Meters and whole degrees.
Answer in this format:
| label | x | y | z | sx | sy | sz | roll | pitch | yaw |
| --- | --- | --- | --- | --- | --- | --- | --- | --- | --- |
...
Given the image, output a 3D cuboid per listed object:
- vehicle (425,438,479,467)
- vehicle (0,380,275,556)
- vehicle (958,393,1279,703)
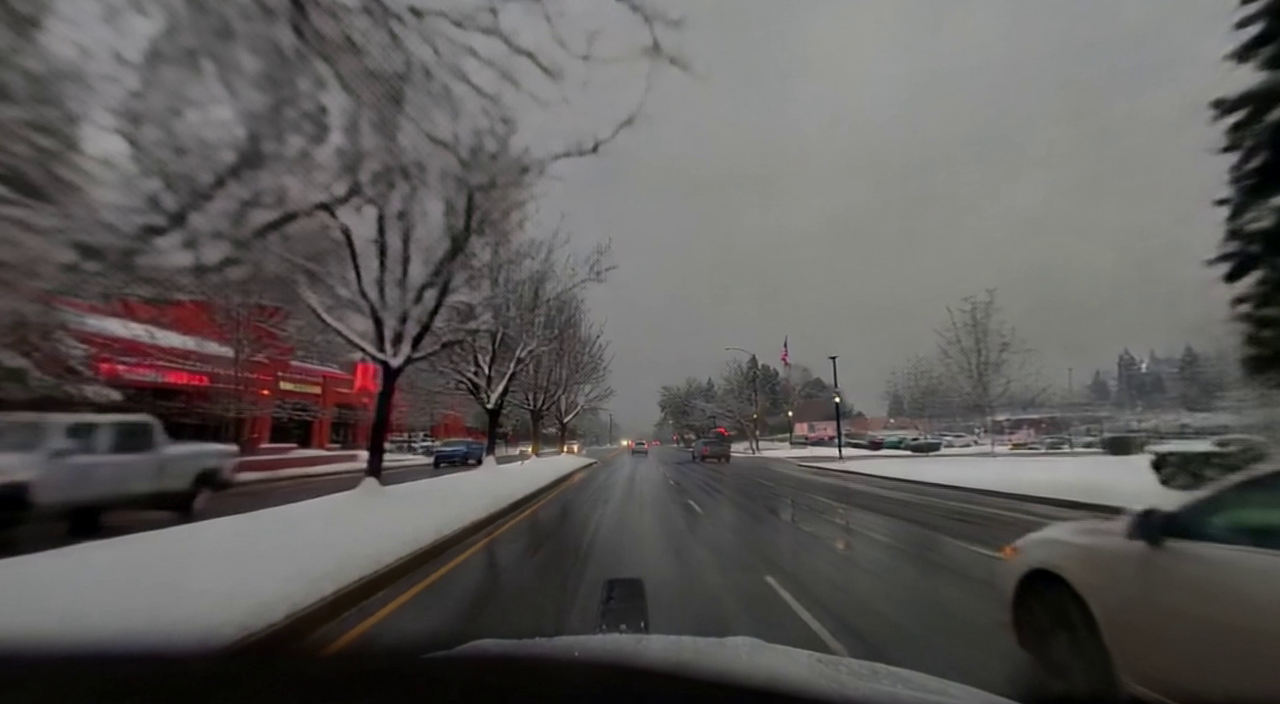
| label | x | y | z | sx | sy | sz | roll | pitch | yaw |
| --- | --- | --- | --- | --- | --- | --- | --- | --- | --- |
| vehicle | -11.653 | 6.274 | 39.430 | 1.985 | 1.658 | 4.541 | 0 | -8 | 0 |
| vehicle | -8.252 | 1.675 | 9.679 | 2.171 | 1.975 | 5.168 | 0 | -8 | 0 |
| vehicle | 3.070 | 0.810 | 1.561 | 2.091 | 1.472 | 4.697 | 0 | -8 | 0 |
